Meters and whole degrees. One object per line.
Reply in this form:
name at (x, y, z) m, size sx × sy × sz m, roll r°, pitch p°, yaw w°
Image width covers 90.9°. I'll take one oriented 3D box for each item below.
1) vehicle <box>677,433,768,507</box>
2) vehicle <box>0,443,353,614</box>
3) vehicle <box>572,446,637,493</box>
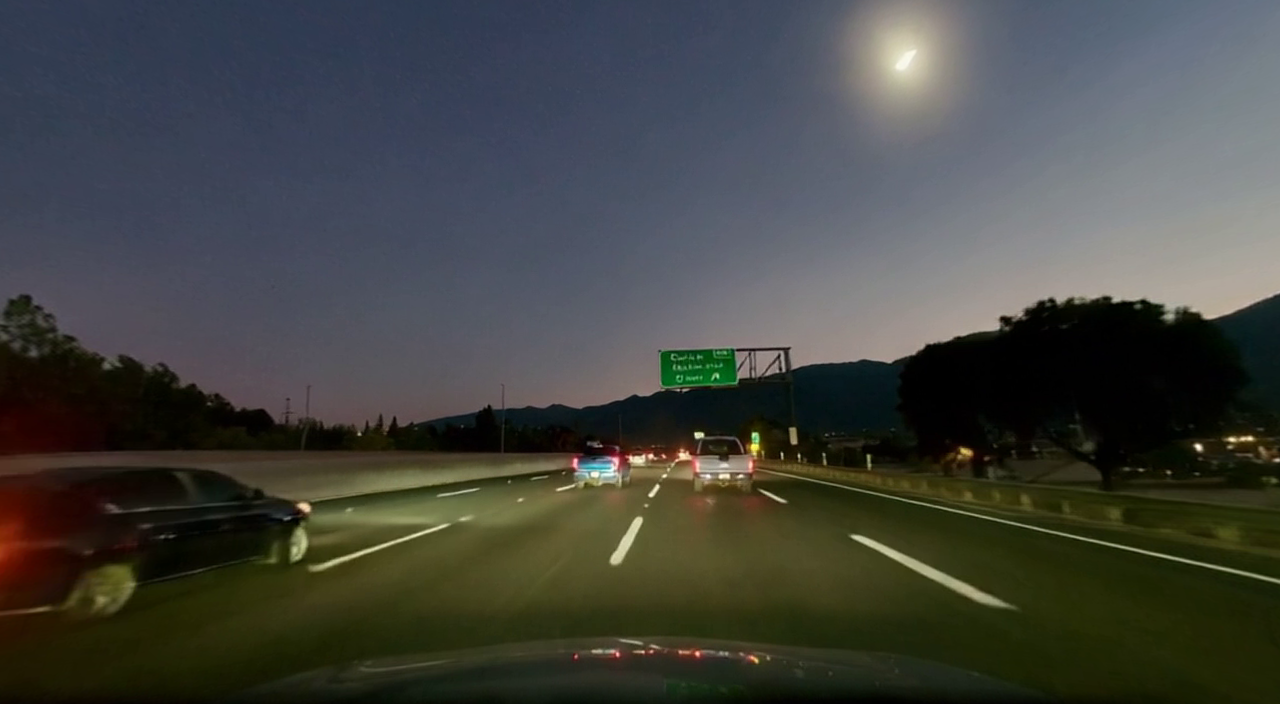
vehicle at (2.236, 3.384, 18.680) m, size 2.229 × 1.837 × 5.387 m, roll -1°, pitch -9°, yaw 3°
vehicle at (-6.001, 1.967, 8.169) m, size 2.109 × 1.530 × 4.646 m, roll -1°, pitch -9°, yaw 4°
vehicle at (-1.240, 4.350, 23.772) m, size 1.959 × 1.604 × 4.065 m, roll -1°, pitch -9°, yaw 3°
